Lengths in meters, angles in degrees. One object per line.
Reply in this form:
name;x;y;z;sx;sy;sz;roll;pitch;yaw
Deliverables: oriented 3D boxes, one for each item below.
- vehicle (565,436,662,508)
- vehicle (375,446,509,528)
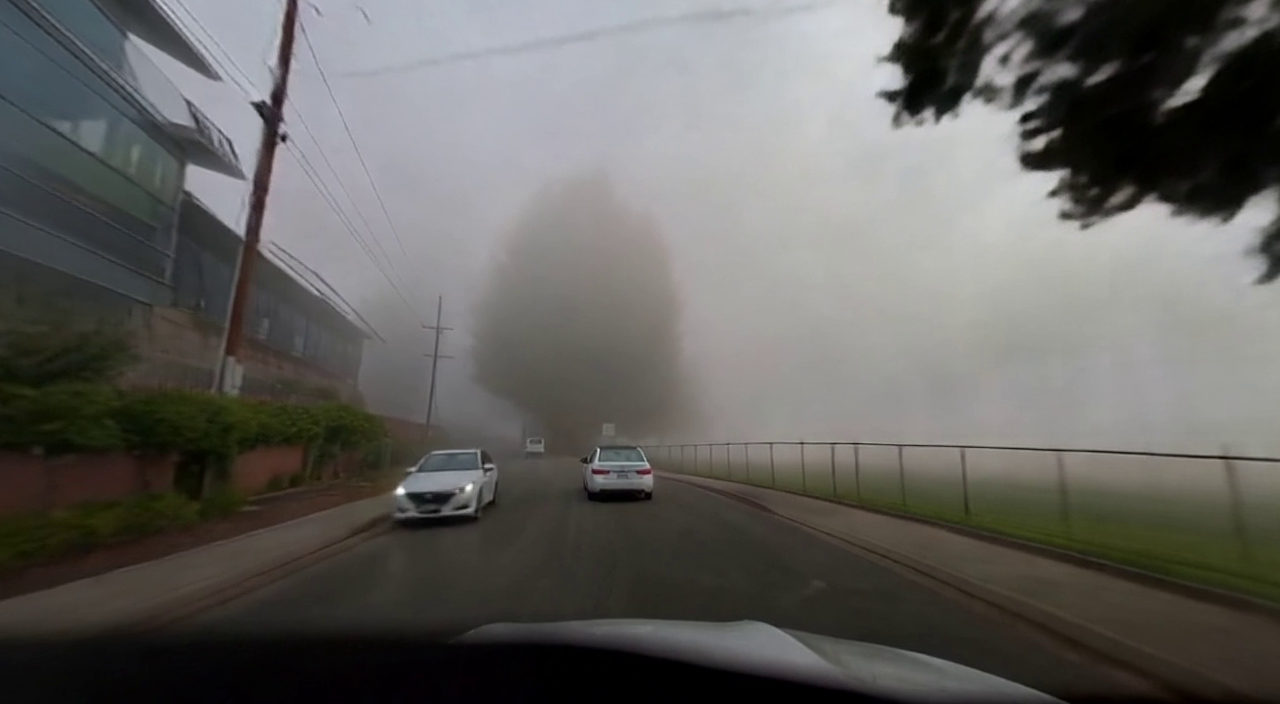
vehicle;-0.765;2.827;15.411;2.060;1.487;3.920;1;-8;-6
vehicle;-4.102;2.809;13.817;1.957;1.442;4.180;0;-8;-6
